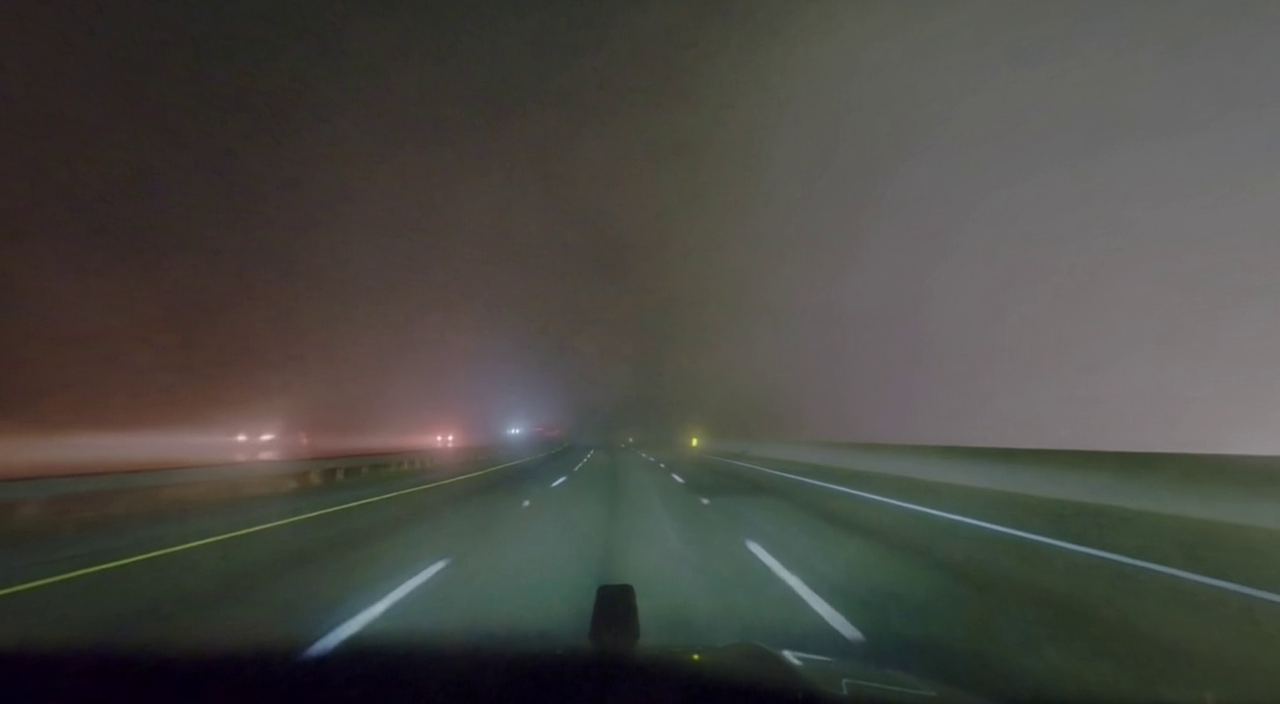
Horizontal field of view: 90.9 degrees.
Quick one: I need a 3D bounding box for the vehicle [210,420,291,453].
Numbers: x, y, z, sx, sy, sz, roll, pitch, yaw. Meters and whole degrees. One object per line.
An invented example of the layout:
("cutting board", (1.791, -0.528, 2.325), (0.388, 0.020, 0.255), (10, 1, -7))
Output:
("vehicle", (-24.313, 5.302, 39.599), (2.032, 1.913, 4.787), (0, -8, -1))
